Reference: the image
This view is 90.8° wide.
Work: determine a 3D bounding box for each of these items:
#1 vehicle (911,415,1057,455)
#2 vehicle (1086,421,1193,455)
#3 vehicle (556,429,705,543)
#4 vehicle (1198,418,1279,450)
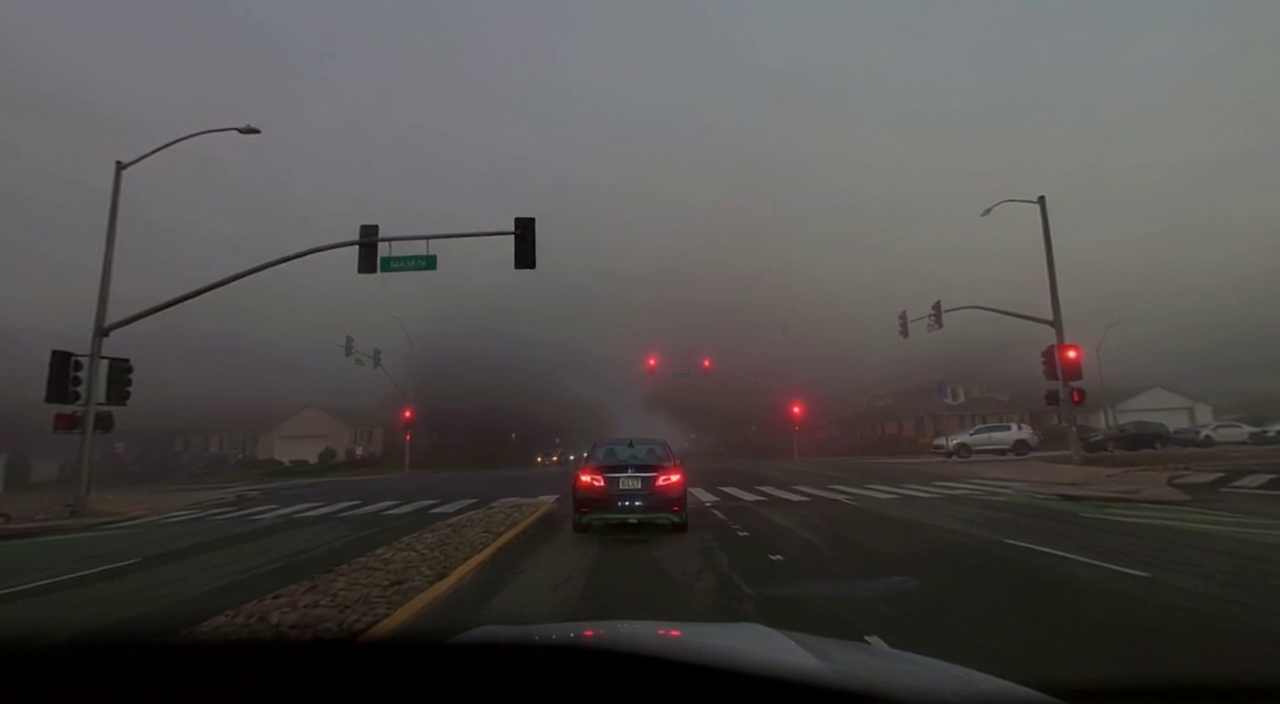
[{"bbox_3d":[17.956,4.369,33.271,6.025,2.000,2.876,0,-7,-2],"label":"vehicle"},{"bbox_3d":[28.658,4.944,36.326,4.557,1.899,1.996,0,-9,-5],"label":"vehicle"},{"bbox_3d":[0.049,2.156,10.894,2.074,1.570,3.647,0,-8,7],"label":"vehicle"},{"bbox_3d":[35.927,4.799,36.901,4.735,1.784,2.094,1,-7,-3],"label":"vehicle"}]
